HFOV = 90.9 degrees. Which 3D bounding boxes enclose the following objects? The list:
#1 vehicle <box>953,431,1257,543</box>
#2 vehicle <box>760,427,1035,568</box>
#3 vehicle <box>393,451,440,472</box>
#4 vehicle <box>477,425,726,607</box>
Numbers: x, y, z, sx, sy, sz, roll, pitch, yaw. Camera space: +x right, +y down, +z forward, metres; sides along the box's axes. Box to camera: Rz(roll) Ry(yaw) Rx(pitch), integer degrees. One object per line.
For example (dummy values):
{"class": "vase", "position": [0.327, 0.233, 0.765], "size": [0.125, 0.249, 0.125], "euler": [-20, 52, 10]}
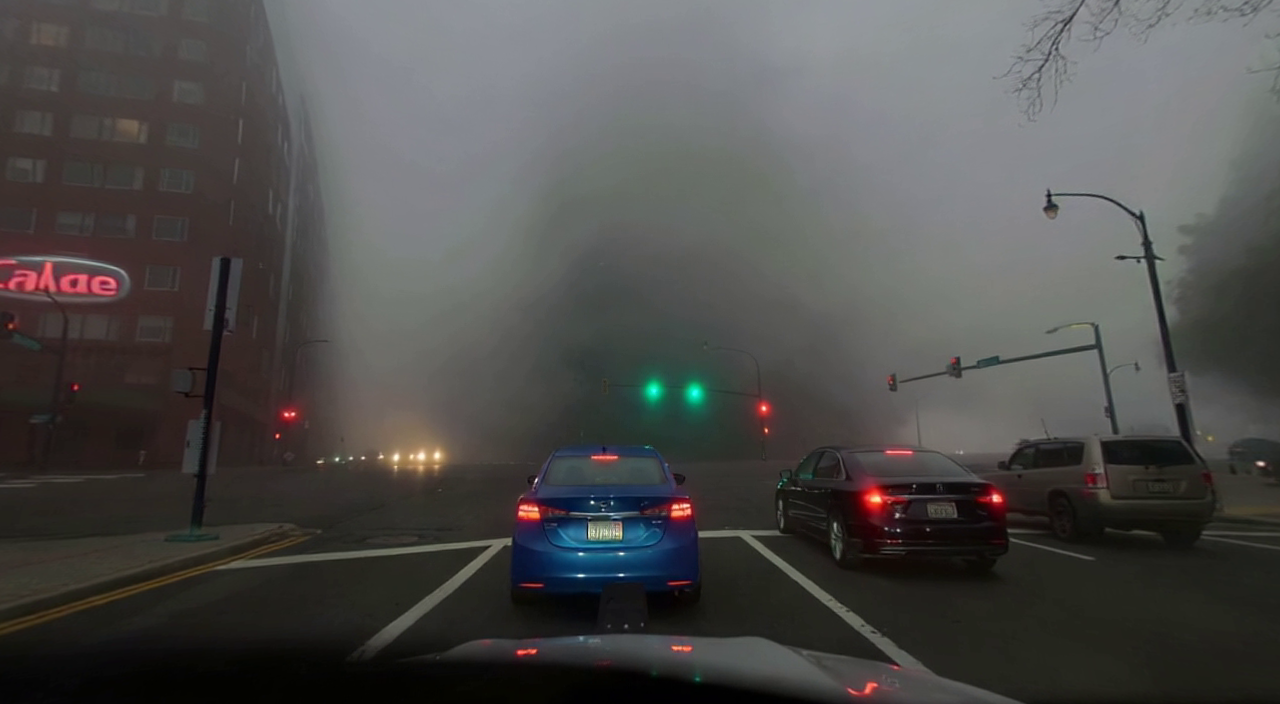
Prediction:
{"class": "vehicle", "position": [7.443, 2.164, 10.790], "size": [1.908, 1.517, 4.182], "euler": [0, -8, -1]}
{"class": "vehicle", "position": [3.214, 1.888, 8.973], "size": [2.042, 1.508, 4.109], "euler": [0, -8, -2]}
{"class": "vehicle", "position": [-17.142, 8.365, 48.550], "size": [2.048, 1.463, 4.530], "euler": [0, -8, -1]}
{"class": "vehicle", "position": [-0.369, 1.653, 7.291], "size": [2.059, 1.477, 3.988], "euler": [0, -8, -1]}
